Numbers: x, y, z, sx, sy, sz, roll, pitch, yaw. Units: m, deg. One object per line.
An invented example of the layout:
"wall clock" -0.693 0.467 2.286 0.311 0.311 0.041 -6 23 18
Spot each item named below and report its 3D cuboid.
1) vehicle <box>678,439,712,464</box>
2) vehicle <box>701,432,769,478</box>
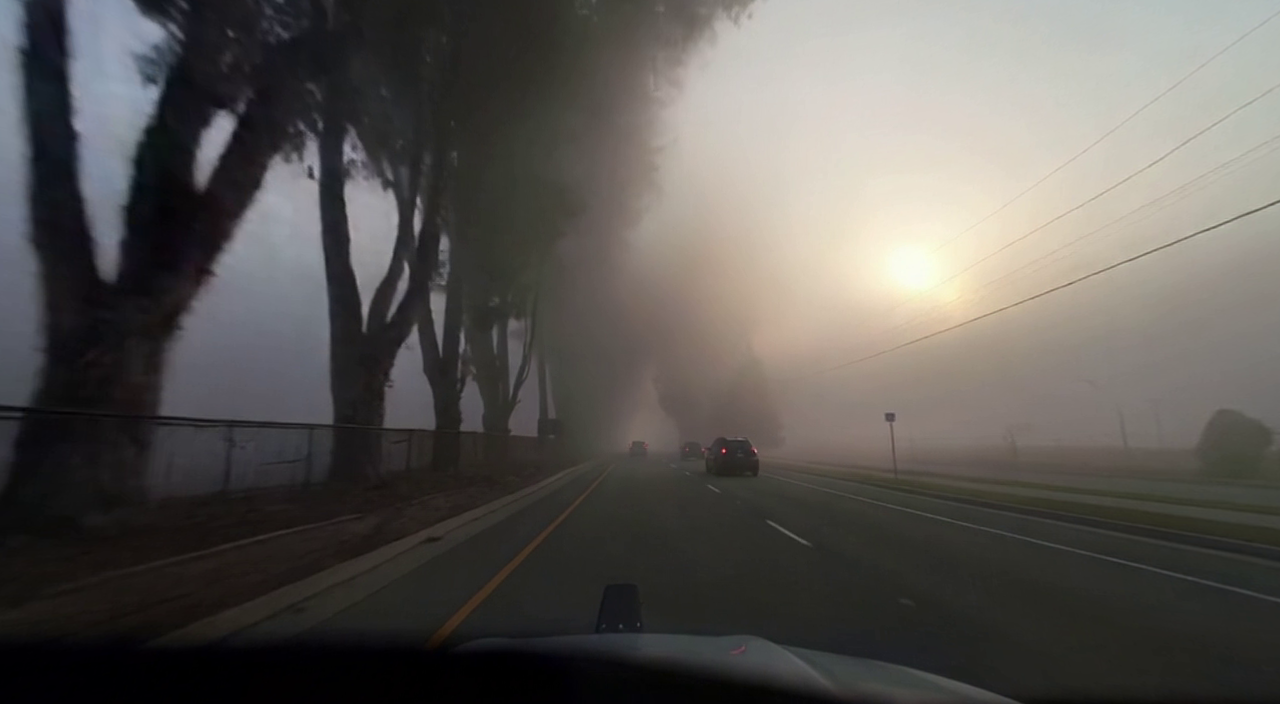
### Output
"vehicle" 3.801 6.955 44.313 2.012 1.653 4.115 0 -8 -1
"vehicle" 4.019 4.449 27.579 2.112 1.825 4.574 0 -8 -2
